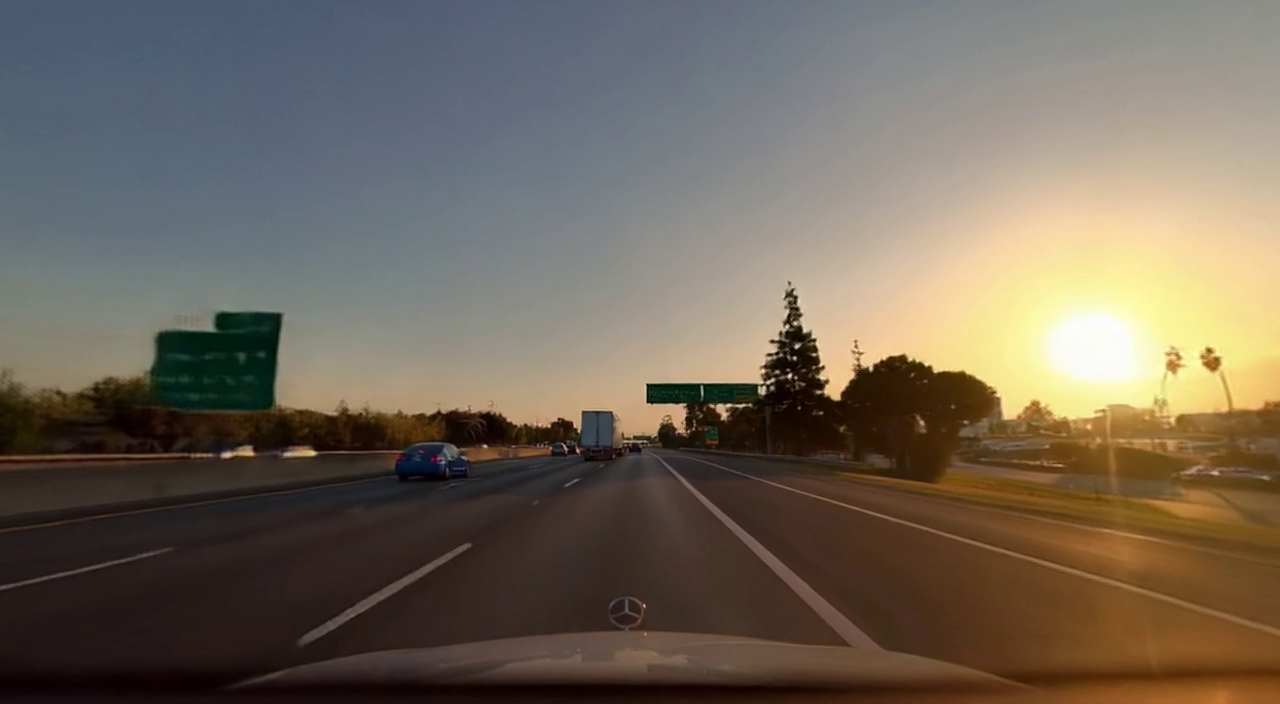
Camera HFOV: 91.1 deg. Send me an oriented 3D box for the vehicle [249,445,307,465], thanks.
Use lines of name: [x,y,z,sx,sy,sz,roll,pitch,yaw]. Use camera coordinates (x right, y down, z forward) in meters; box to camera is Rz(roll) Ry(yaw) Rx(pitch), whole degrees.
vehicle: [-28.738,8.156,49.985,1.783,1.447,4.651,0,-8,1]

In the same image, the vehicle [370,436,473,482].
vehicle: [-7.594,3.748,22.358,1.901,1.467,4.629,0,-8,1]
